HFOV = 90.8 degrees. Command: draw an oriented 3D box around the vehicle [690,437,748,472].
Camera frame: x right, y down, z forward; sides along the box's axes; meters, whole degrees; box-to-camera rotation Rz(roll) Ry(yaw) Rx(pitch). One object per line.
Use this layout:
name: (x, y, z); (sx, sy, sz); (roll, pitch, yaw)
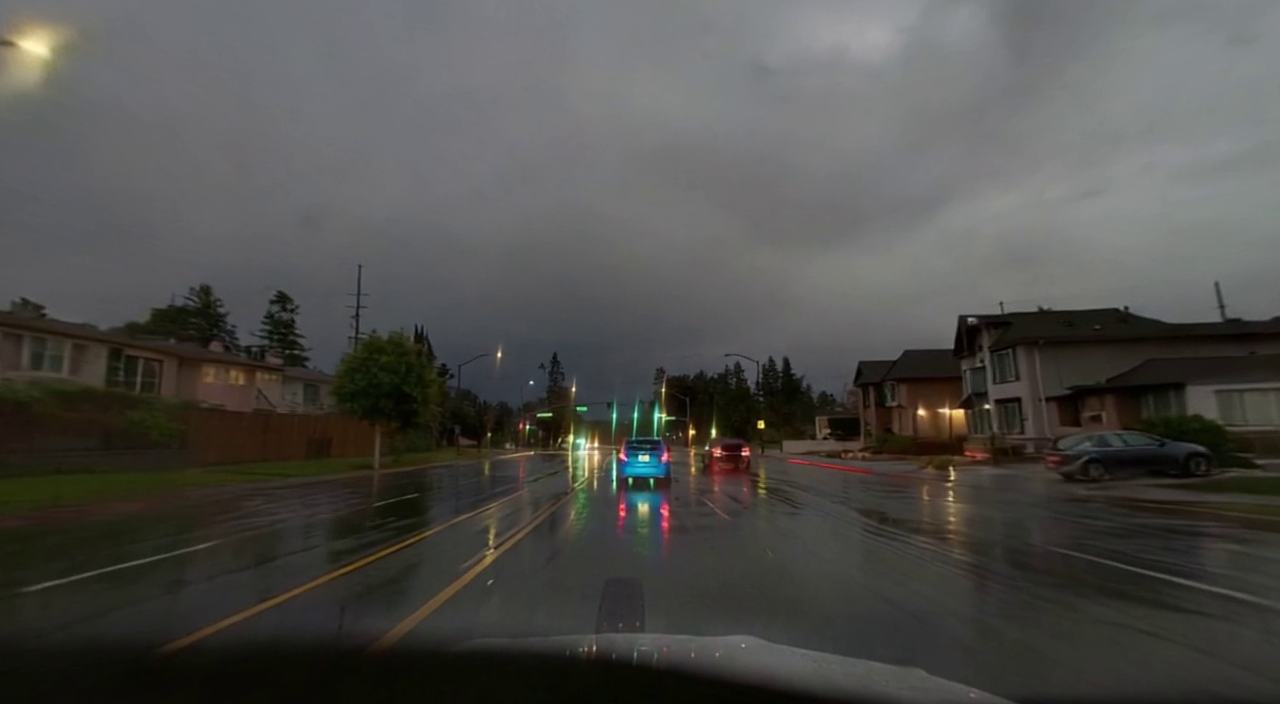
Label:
vehicle: (3.581, 4.758, 29.480); (2.161, 1.519, 4.568); (0, -9, 0)

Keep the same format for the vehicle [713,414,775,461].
vehicle: (7.871, 6.781, 49.547); (2.940, 3.202, 12.480); (0, -9, 1)

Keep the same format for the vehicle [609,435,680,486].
vehicle: (0.129, 3.507, 20.684); (2.093, 1.497, 4.010); (0, -9, 0)

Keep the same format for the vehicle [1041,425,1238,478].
vehicle: (15.228, 3.057, 19.450); (4.456, 1.520, 1.911); (0, -9, -2)
